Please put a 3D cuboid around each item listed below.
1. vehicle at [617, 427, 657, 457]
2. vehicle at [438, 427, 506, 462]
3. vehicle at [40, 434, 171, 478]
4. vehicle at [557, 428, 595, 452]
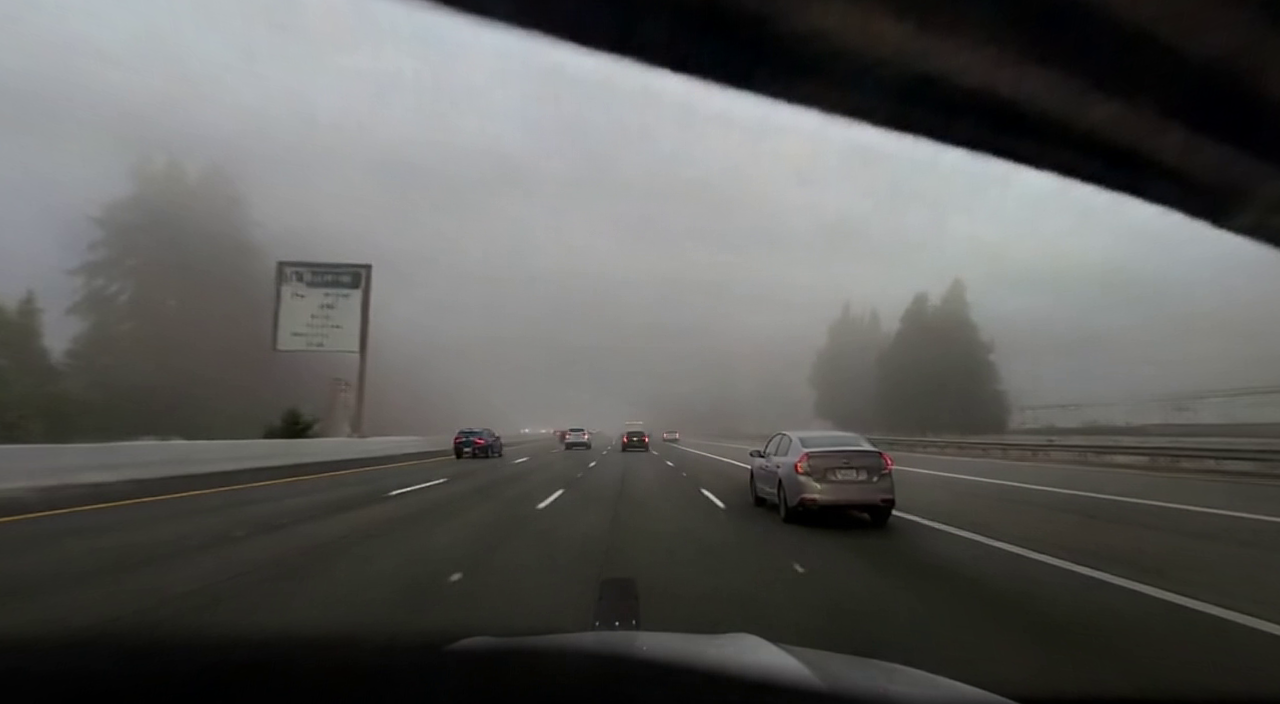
[{"bbox_3d":[-0.234,5.366,37.744,2.240,1.646,4.949,1,-8,-1],"label":"vehicle"},{"bbox_3d":[-7.826,4.334,29.761,2.009,1.537,4.449,1,-8,0],"label":"vehicle"},{"bbox_3d":[-23.037,4.453,27.409,1.955,1.743,4.293,1,-8,-1],"label":"vehicle"},{"bbox_3d":[-4.228,5.901,42.244,2.103,1.512,4.155,0,-8,0],"label":"vehicle"}]
